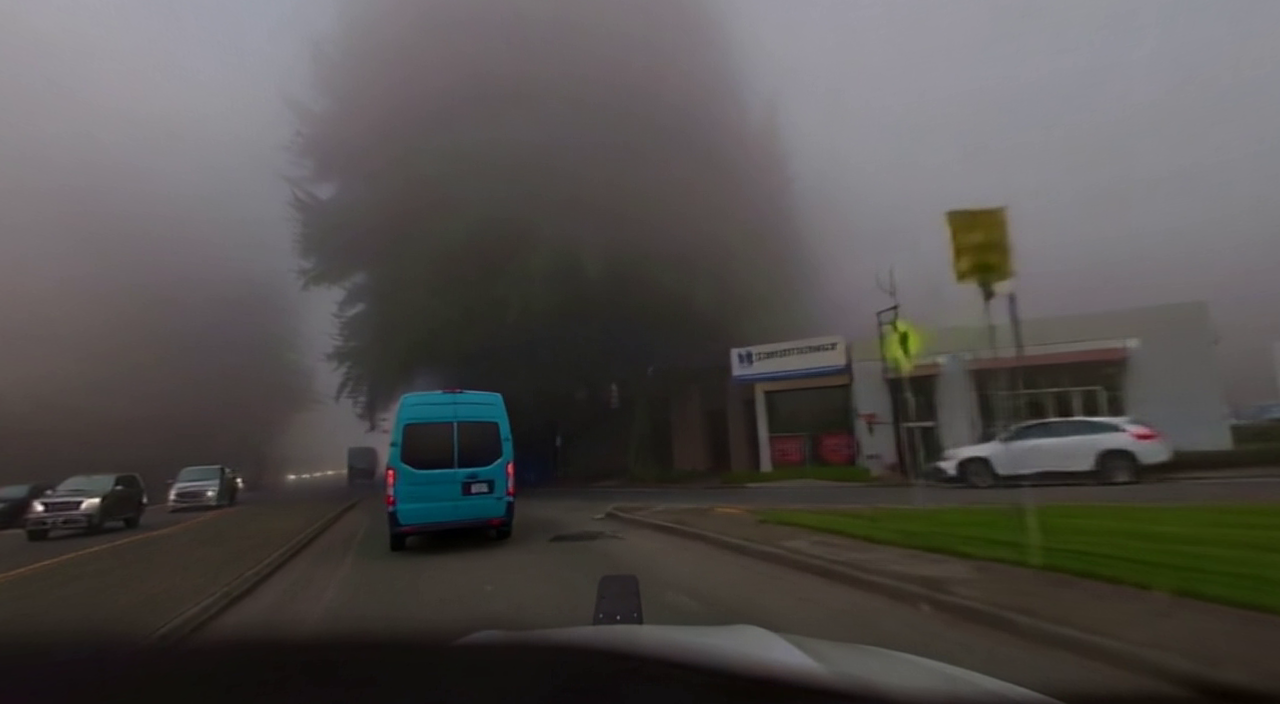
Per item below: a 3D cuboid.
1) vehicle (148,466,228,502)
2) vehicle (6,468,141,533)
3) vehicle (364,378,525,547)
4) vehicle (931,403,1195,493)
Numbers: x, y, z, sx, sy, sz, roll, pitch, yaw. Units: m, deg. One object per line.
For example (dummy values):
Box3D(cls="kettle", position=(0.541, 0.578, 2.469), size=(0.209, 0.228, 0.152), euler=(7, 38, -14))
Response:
Box3D(cls="vehicle", position=(-25.408, 7.404, 35.442), size=(1.938, 1.688, 4.523), euler=(1, -9, -12))
Box3D(cls="vehicle", position=(-19.073, 4.942, 21.352), size=(2.114, 1.668, 3.747), euler=(-3, -8, -19))
Box3D(cls="vehicle", position=(-4.055, 2.189, 12.909), size=(2.432, 2.624, 5.670), euler=(2, -9, -19))
Box3D(cls="vehicle", position=(8.357, 1.997, 12.937), size=(4.109, 1.592, 2.008), euler=(-5, -10, 25))
